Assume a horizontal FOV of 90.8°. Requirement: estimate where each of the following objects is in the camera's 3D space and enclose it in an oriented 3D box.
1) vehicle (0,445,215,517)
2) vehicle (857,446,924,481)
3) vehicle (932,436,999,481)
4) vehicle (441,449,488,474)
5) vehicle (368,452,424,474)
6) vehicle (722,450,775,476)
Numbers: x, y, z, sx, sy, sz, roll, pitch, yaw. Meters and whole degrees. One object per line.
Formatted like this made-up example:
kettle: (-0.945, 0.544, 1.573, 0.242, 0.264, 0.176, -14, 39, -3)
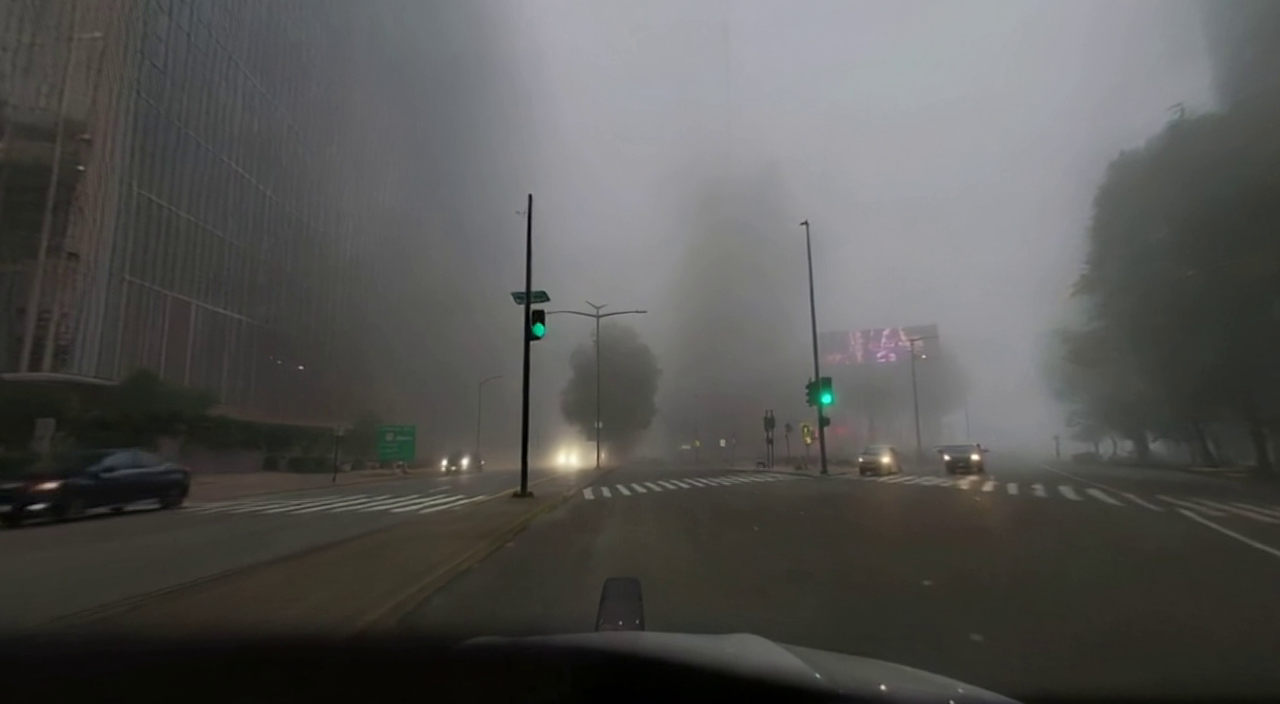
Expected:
vehicle: (-14.557, 3.435, 17.476, 2.161, 1.681, 4.743, 0, -9, 1)
vehicle: (11.929, 5.214, 29.910, 2.023, 1.527, 5.016, -5, -10, 31)
vehicle: (15.084, 4.856, 29.119, 2.232, 1.814, 5.285, -5, -10, 31)
vehicle: (-13.082, 8.179, 47.443, 1.979, 1.727, 4.489, -1, -9, 4)
vehicle: (-18.411, 8.345, 47.890, 2.448, 1.407, 4.308, 2, -8, 1)
vehicle: (6.763, 6.992, 39.914, 2.675, 1.452, 4.213, -1, -8, 1)
